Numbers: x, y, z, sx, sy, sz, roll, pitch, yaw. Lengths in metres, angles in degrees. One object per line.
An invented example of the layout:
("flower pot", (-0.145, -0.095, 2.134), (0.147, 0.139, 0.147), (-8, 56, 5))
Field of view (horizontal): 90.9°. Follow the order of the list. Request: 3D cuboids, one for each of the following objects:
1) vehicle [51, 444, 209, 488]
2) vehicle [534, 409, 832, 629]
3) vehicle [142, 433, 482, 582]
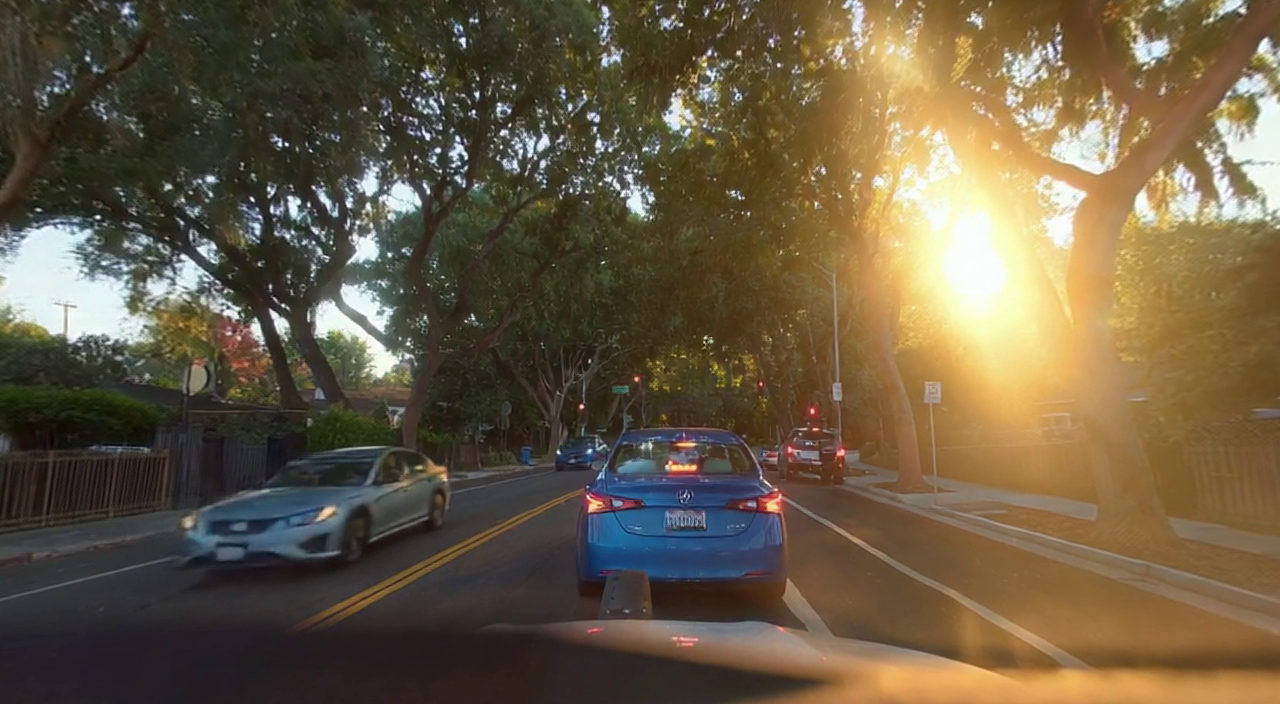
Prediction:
("vehicle", (-18.105, 4.032, 22.484), (4.069, 1.445, 2.063), (-2, -9, 8))
("vehicle", (0.340, 1.455, 6.442), (2.070, 1.516, 3.936), (0, -8, 1))
("vehicle", (-3.910, 1.898, 8.677), (2.060, 1.479, 4.462), (0, -8, 4))
